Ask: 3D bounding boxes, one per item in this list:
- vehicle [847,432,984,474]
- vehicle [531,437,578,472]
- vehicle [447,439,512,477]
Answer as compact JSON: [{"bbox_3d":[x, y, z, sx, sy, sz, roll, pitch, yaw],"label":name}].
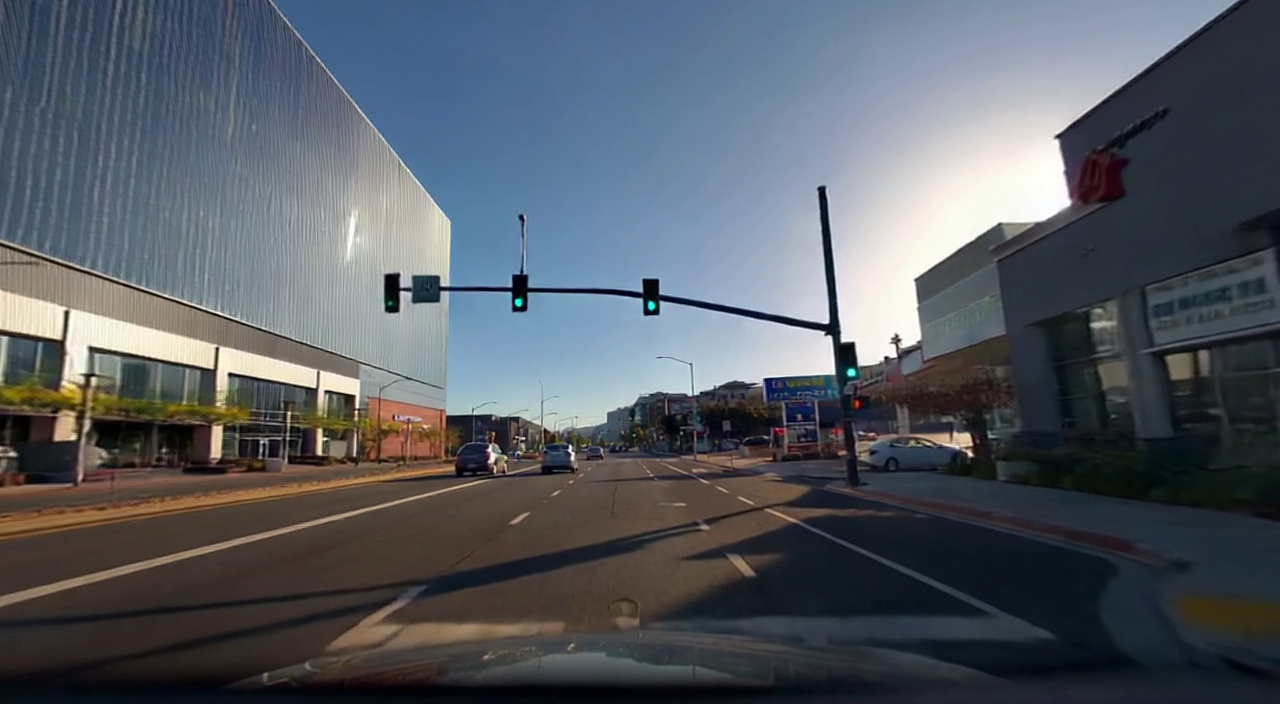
[{"bbox_3d":[10.759,4.006,24.989,4.513,1.541,1.948,-1,-9,5],"label":"vehicle"},{"bbox_3d":[-4.574,5.572,34.470,2.052,1.729,4.195,0,-8,-1],"label":"vehicle"},{"bbox_3d":[-7.467,4.966,29.833,1.909,1.605,4.561,0,-8,-1],"label":"vehicle"}]
